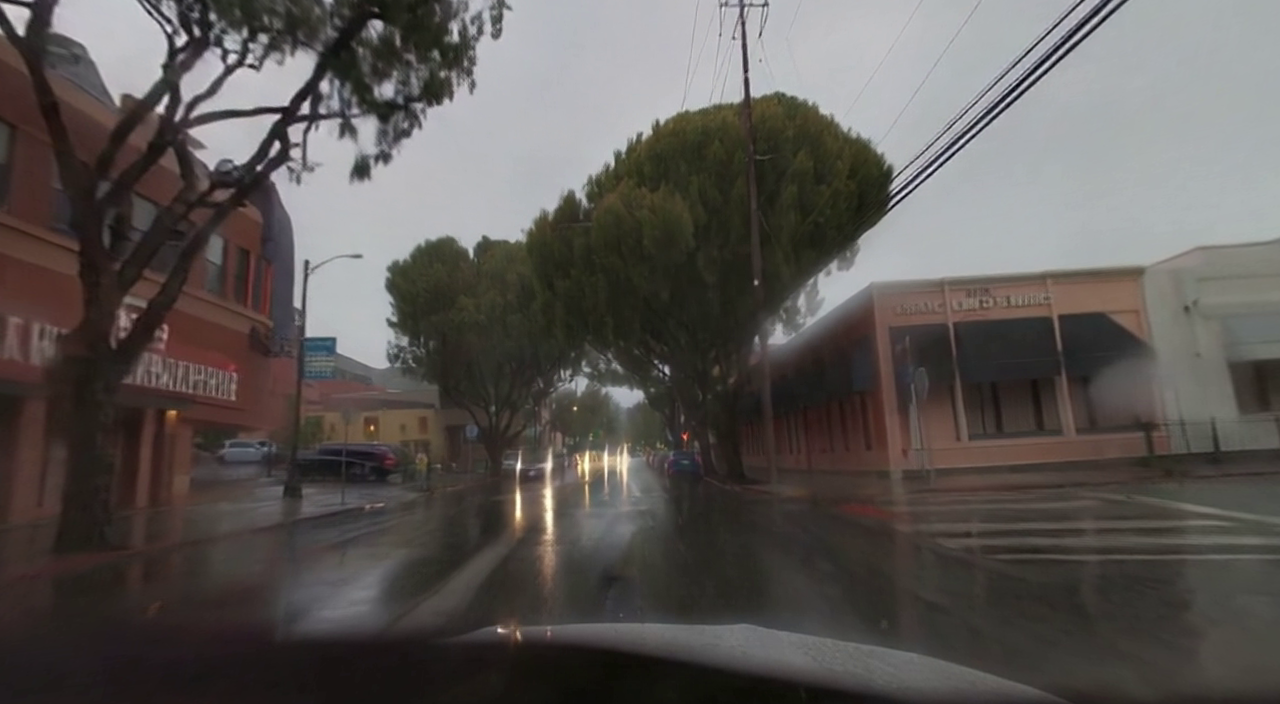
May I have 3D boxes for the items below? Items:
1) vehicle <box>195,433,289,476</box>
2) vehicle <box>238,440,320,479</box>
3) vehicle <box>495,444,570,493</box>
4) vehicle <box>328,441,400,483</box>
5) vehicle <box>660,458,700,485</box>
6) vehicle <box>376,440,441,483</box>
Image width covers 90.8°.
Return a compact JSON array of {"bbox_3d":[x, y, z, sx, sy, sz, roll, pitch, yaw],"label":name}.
[{"bbox_3d":[-27.967,7.202,44.769,2.249,2.760,6.636,0,-8,0],"label":"vehicle"},{"bbox_3d":[-25.283,7.515,44.621,2.288,2.514,5.886,0,-8,0],"label":"vehicle"},{"bbox_3d":[-4.583,5.041,27.840,2.495,1.966,4.846,0,-8,-1],"label":"vehicle"},{"bbox_3d":[-19.323,7.653,44.581,2.256,2.668,5.979,0,-7,1],"label":"vehicle"},{"bbox_3d":[2.253,6.888,36.660,1.877,1.373,3.854,0,-8,-3],"label":"vehicle"},{"bbox_3d":[-16.392,7.767,45.121,2.715,2.789,6.225,0,-10,-5],"label":"vehicle"}]
